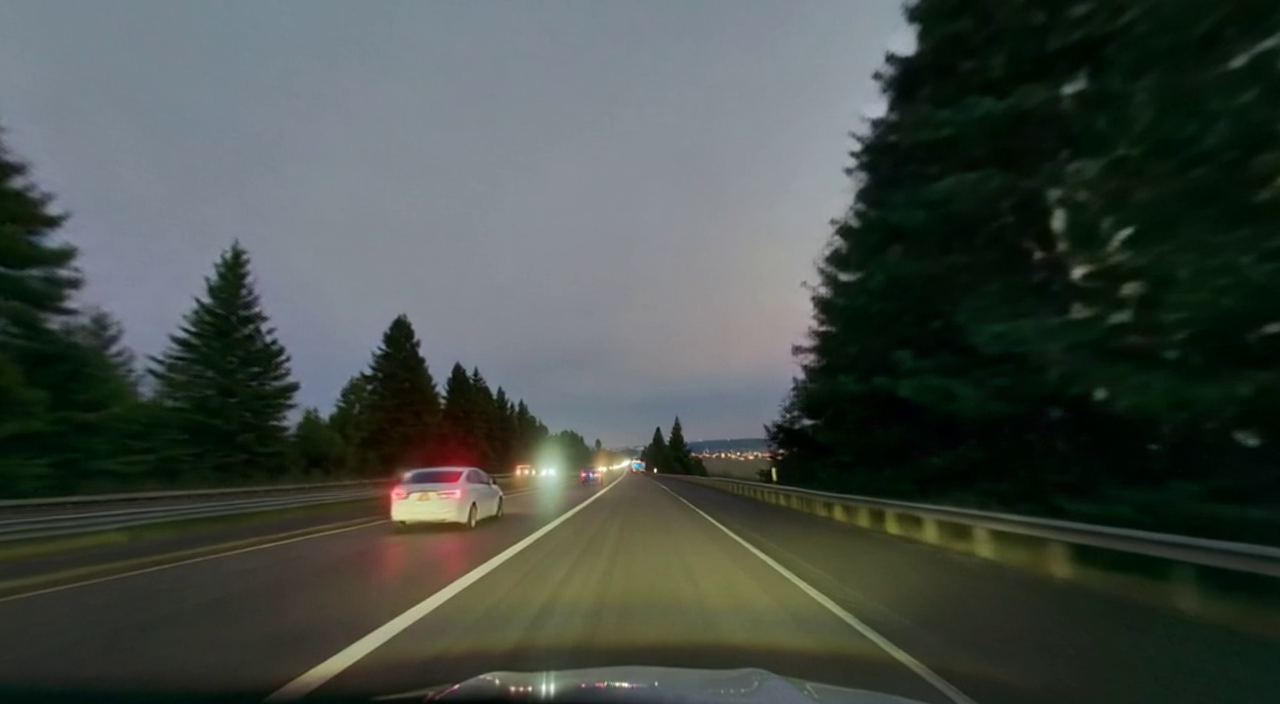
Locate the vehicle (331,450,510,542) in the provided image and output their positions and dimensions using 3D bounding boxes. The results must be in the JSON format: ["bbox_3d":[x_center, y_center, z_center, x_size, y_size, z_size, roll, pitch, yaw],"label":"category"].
[{"bbox_3d":[-4.268,2.914,13.215,2.040,1.525,4.603,1,-11,1],"label":"vehicle"}]

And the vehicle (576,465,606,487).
[{"bbox_3d":[-3.703,9.515,48.439,2.006,1.516,4.820,1,-11,0],"label":"vehicle"}]
